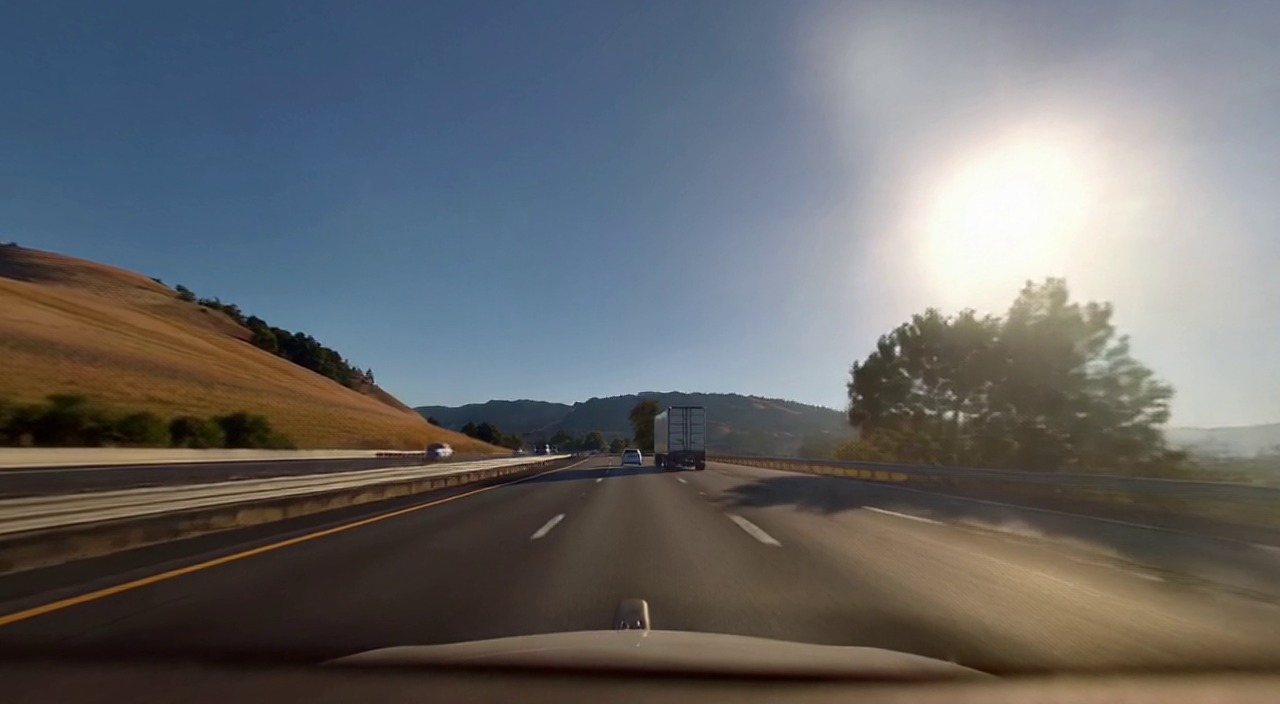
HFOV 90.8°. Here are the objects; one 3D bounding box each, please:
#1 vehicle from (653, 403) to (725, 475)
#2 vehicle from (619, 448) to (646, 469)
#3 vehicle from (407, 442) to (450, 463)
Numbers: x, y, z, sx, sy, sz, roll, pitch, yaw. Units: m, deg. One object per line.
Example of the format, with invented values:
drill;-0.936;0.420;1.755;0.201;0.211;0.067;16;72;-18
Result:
vehicle;3.072;6.366;45.307;3.462;4.177;16.311;0;-9;-1
vehicle;-0.550;7.672;45.749;1.898;1.438;4.053;0;-9;-1
vehicle;-15.589;7.446;46.726;1.776;1.436;3.890;0;-9;1
